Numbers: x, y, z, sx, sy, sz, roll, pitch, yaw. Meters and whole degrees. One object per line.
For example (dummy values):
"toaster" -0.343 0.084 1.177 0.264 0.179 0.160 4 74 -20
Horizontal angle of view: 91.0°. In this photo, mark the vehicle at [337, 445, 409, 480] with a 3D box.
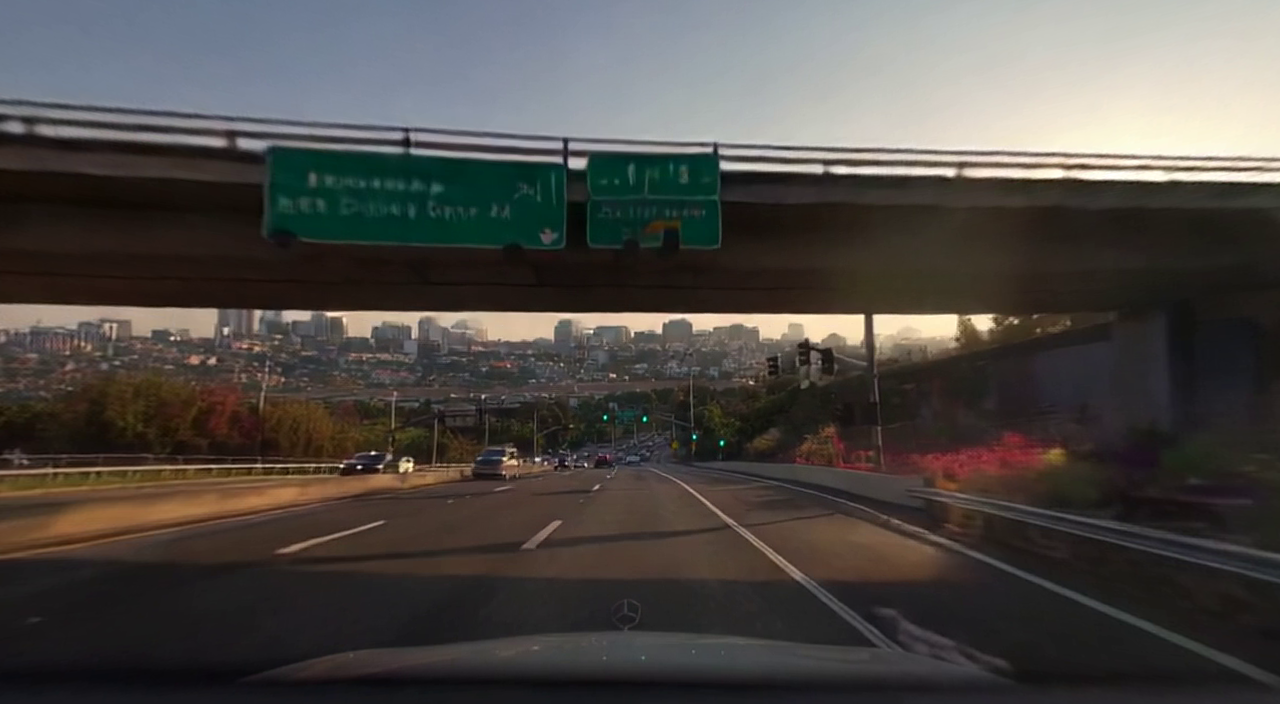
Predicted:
"vehicle" -14.209 5.878 33.824 2.020 1.719 4.366 0 -9 -1
